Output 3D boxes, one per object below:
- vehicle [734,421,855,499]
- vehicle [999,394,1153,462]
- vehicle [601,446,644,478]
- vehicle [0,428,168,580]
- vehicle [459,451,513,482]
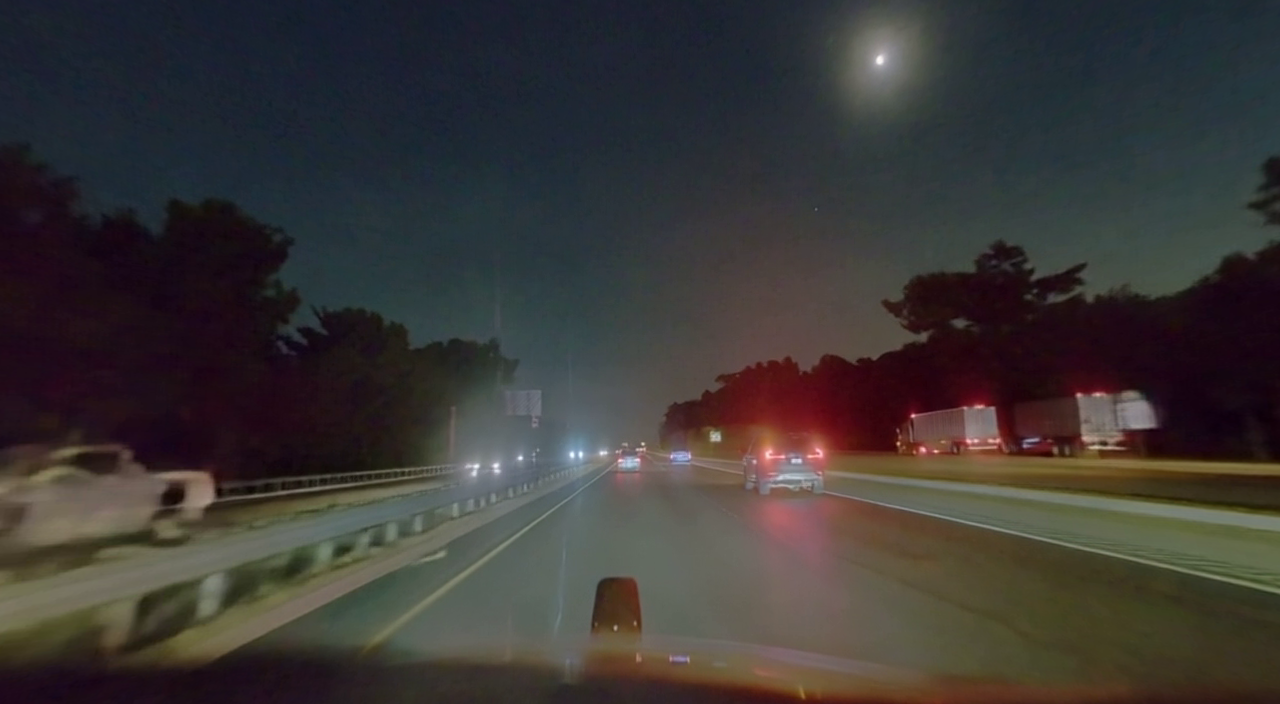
[{"bbox_3d":[4.308,3.133,18.456,2.261,1.952,4.784,0,-9,-1],"label":"vehicle"},{"bbox_3d":[27.064,4.965,39.830,2.971,3.746,10.126,-1,-9,3],"label":"vehicle"},{"bbox_3d":[-0.863,5.487,31.581,2.029,1.483,3.769,0,-9,-1],"label":"vehicle"},{"bbox_3d":[-8.939,1.947,8.175,2.126,1.851,4.357,0,-9,0],"label":"vehicle"},{"bbox_3d":[-8.507,6.340,34.969,1.896,1.519,4.372,0,-9,0],"label":"vehicle"}]
